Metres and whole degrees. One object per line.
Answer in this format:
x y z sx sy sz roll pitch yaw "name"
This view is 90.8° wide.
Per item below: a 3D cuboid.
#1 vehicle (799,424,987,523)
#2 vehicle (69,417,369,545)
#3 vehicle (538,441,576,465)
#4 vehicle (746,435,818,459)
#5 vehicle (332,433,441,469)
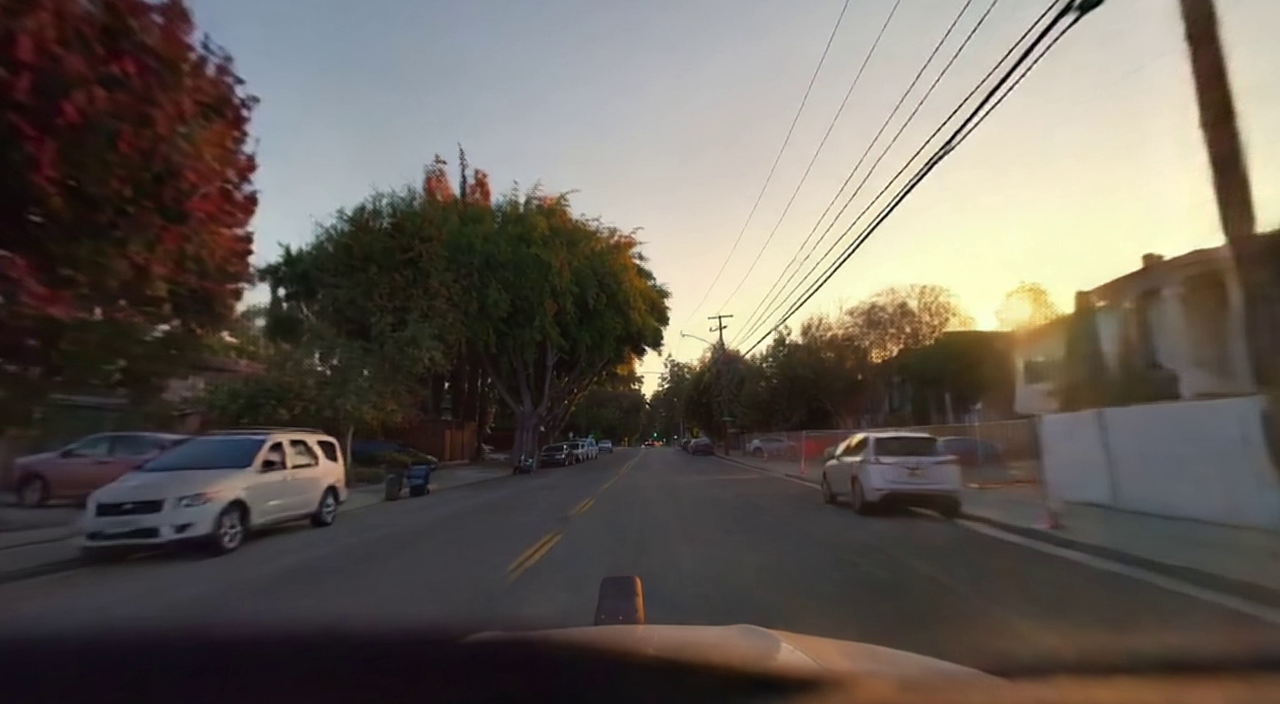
4.546 2.233 12.145 1.902 1.542 4.099 0 -8 0 "vehicle"
-7.021 2.181 11.360 2.055 1.806 4.540 -1 -8 3 "vehicle"
-5.745 7.075 44.231 1.771 1.512 4.281 1 -9 4 "vehicle"
10.722 7.202 47.958 4.920 1.759 1.998 1 -8 -1 "vehicle"
-13.069 5.133 32.778 4.752 1.734 1.998 0 -8 2 "vehicle"
